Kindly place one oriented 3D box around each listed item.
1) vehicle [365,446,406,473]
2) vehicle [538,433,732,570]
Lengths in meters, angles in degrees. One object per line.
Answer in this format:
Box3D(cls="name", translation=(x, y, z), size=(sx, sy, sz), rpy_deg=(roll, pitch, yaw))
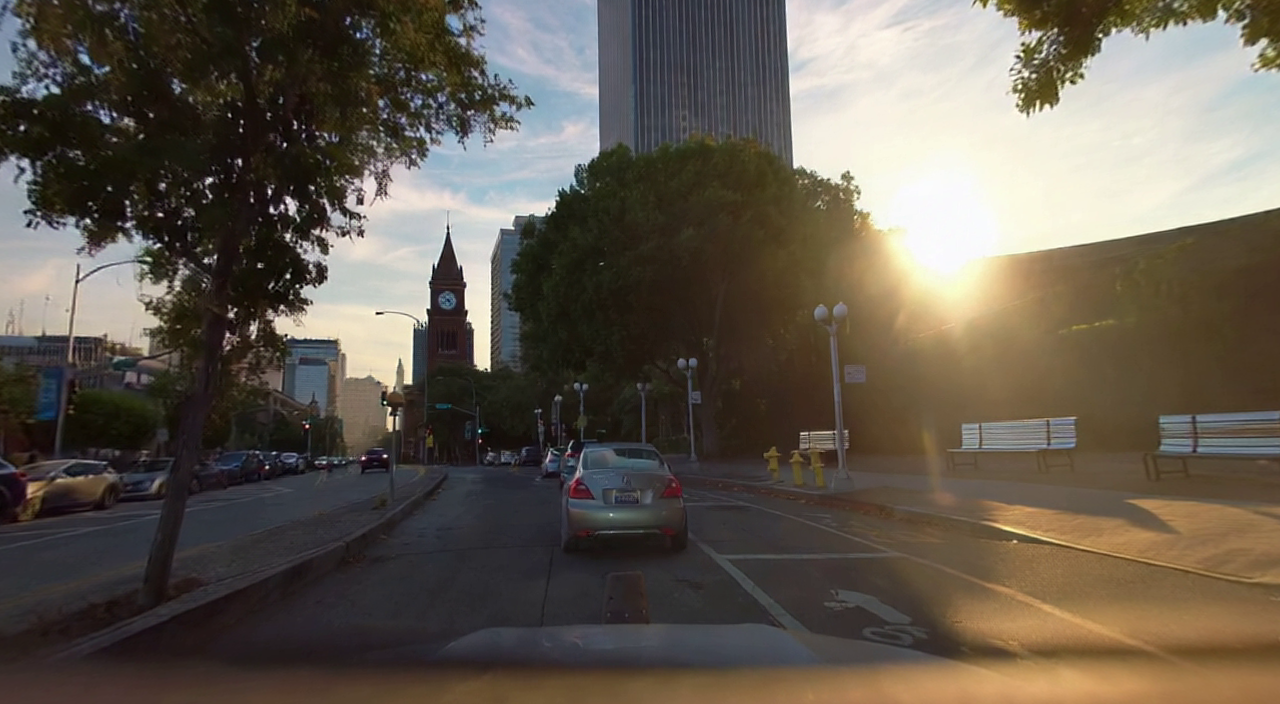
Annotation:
Box3D(cls="vehicle", translation=(-16.913, 7.129, 42.152), size=(2.179, 1.698, 4.549), rpy_deg=(3, -9, -18))
Box3D(cls="vehicle", translation=(-0.240, 1.940, 9.020), size=(2.142, 1.475, 4.051), rpy_deg=(1, -8, -6))
